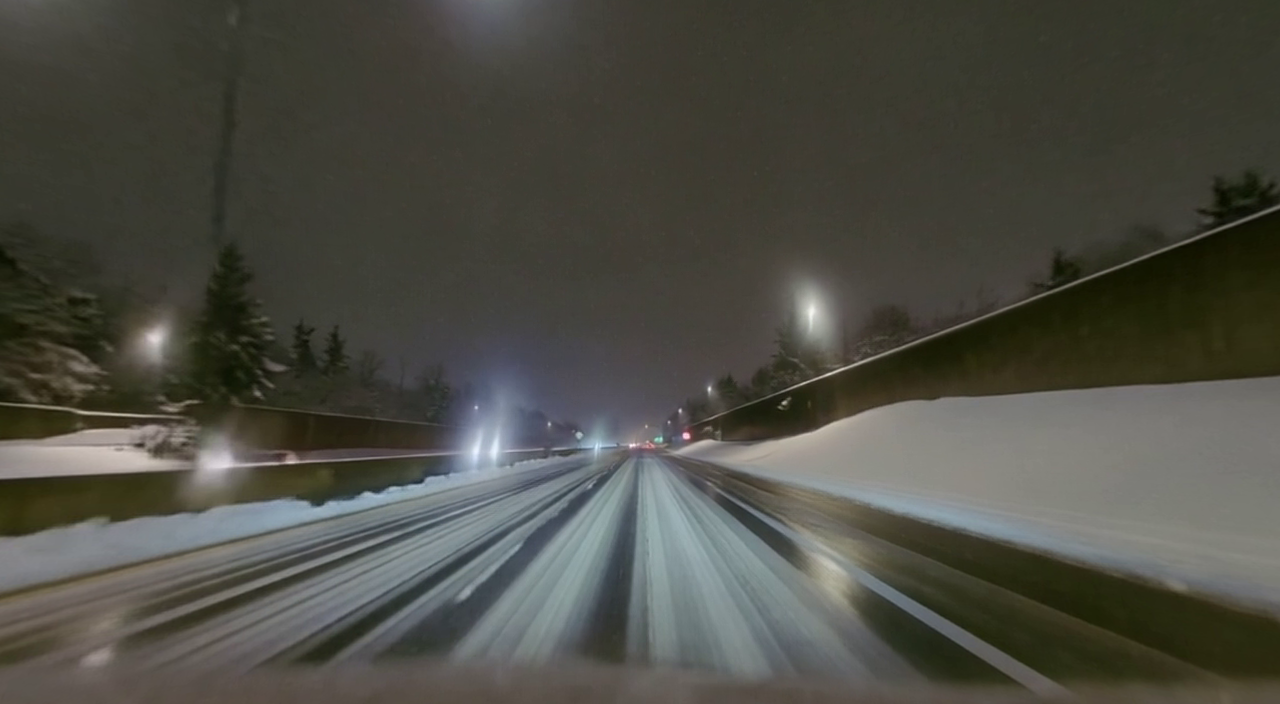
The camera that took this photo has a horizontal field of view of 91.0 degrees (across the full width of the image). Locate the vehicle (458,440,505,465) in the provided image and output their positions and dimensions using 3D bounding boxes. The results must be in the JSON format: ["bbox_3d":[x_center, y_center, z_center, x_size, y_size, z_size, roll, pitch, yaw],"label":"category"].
[{"bbox_3d":[-11.506,7.298,46.019,2.044,1.690,5.155,0,-8,0],"label":"vehicle"}]

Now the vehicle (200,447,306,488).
[{"bbox_3d":[-16.024,4.778,26.320,1.825,1.537,4.025,0,-8,1],"label":"vehicle"}]
